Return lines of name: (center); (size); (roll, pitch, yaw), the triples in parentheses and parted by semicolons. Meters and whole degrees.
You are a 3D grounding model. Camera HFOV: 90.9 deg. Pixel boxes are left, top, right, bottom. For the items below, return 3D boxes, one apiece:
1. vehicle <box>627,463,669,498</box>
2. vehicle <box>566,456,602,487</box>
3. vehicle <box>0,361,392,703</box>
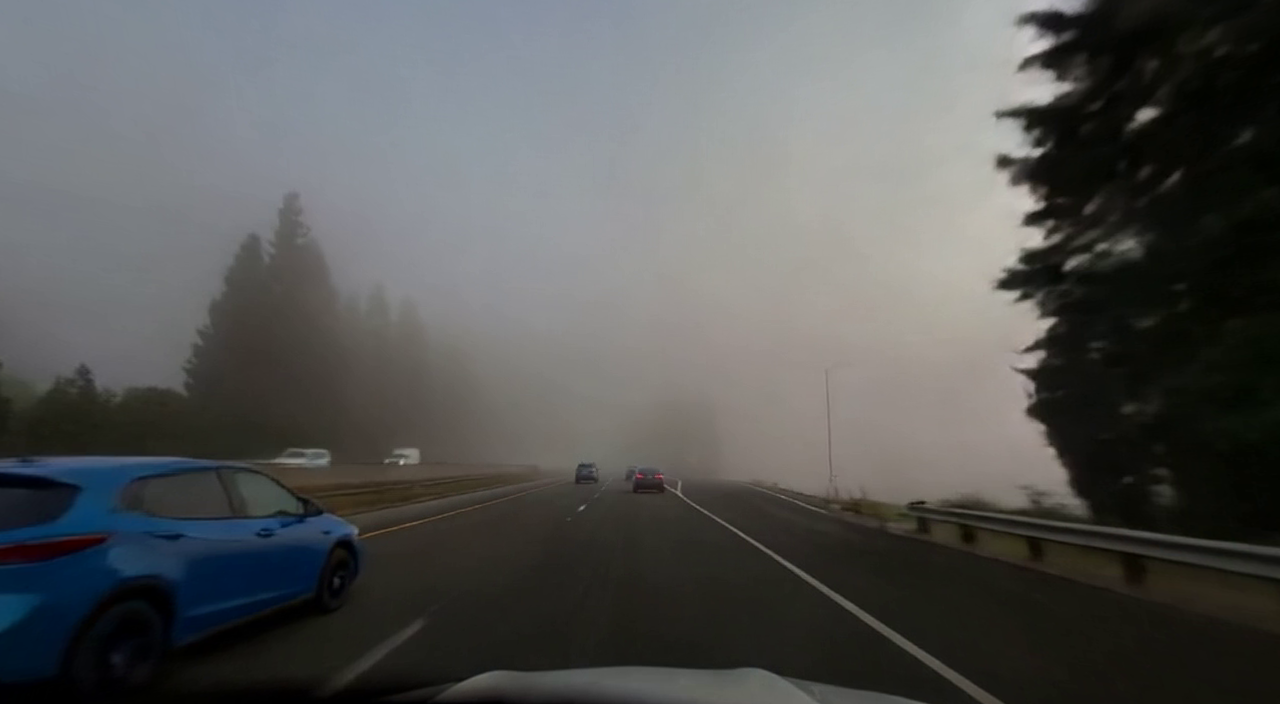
vehicle: (0.331, 6.208, 30.554); (1.905, 1.559, 3.491); (1, -11, -2)
vehicle: (-4.163, 8.995, 47.410); (2.237, 2.113, 4.815); (1, -11, 0)
vehicle: (-3.554, 1.128, 3.747); (2.176, 1.678, 4.724); (0, -11, 0)
